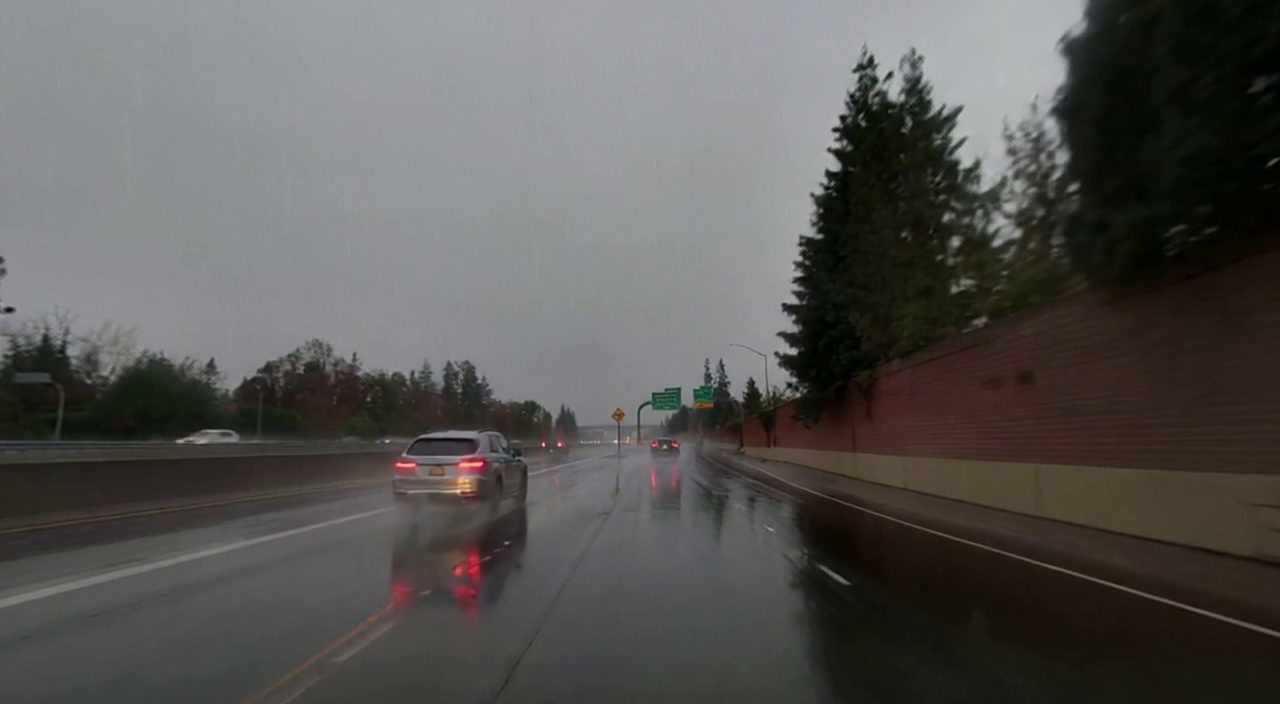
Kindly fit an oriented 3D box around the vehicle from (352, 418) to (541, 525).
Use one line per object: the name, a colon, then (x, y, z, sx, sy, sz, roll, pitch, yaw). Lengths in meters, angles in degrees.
vehicle: (-3.526, 2.296, 12.665, 2.151, 1.707, 4.759, 0, -9, 2)
